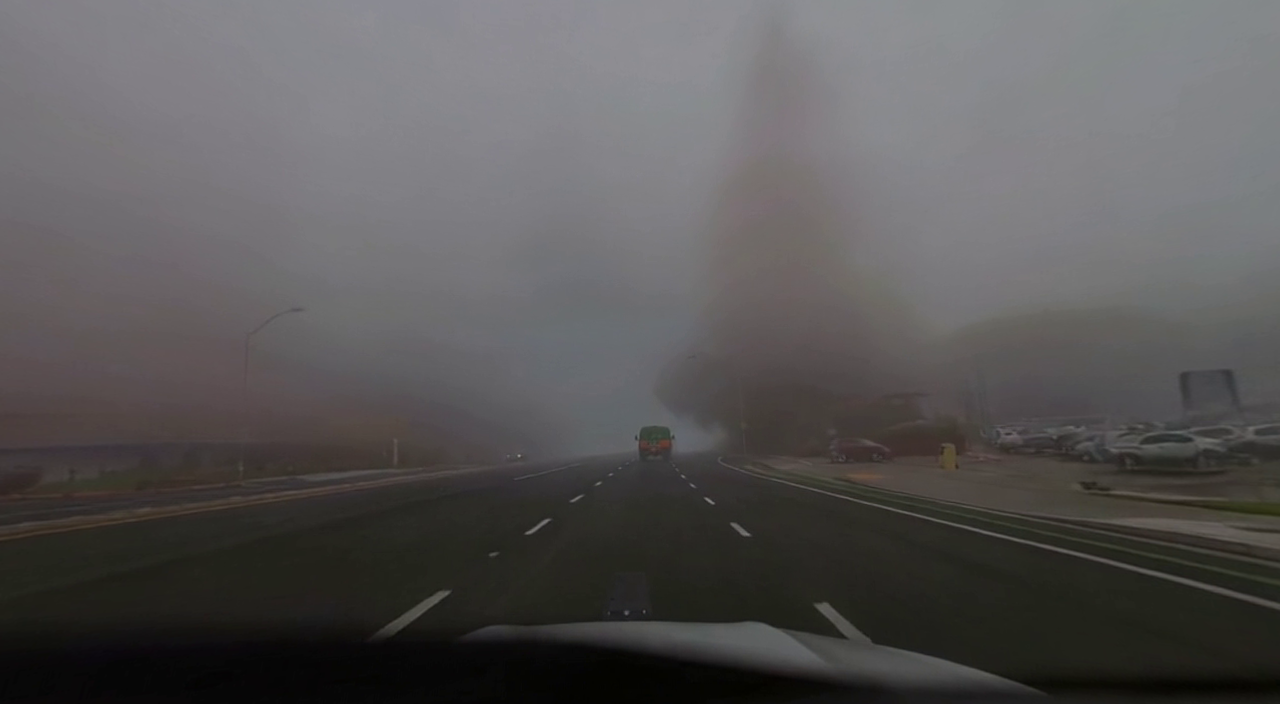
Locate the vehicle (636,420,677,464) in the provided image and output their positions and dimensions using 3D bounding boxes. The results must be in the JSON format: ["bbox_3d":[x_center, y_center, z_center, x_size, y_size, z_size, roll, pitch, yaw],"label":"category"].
[{"bbox_3d":[1.177,7.128,49.960,2.843,3.120,10.422,0,-8,0],"label":"vehicle"}]
